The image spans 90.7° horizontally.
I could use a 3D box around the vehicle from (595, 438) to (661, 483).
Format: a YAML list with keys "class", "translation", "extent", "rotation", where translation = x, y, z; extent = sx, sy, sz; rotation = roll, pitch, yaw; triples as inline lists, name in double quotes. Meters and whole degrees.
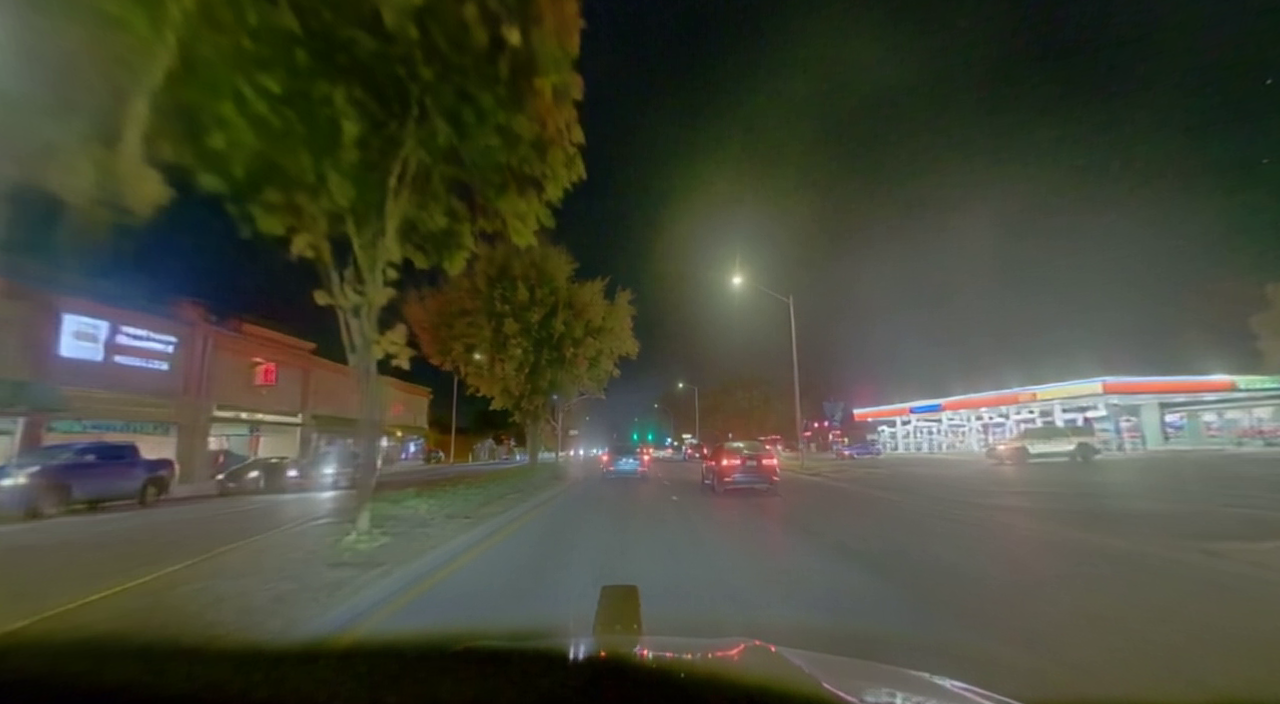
- class: "vehicle"
  translation: [-0.446, 3.998, 23.630]
  extent: [2.232, 1.508, 4.319]
  rotation: [0, -8, -1]

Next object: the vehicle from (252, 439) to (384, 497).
- class: "vehicle"
  translation: [-11.178, 4.027, 22.476]
  extent: [2.233, 1.799, 4.700]
  rotation: [0, -8, -1]

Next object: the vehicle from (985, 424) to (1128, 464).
- class: "vehicle"
  translation: [19.058, 4.241, 29.156]
  extent: [4.948, 1.733, 2.296]
  rotation: [0, -9, -1]

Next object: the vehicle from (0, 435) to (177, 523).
- class: "vehicle"
  translation: [-15.348, 3.275, 16.920]
  extent: [2.184, 1.965, 5.078]
  rotation: [-2, -8, -1]

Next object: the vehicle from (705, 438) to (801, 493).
- class: "vehicle"
  translation: [3.302, 3.417, 19.388]
  extent: [2.060, 1.471, 4.168]
  rotation: [0, -8, -1]

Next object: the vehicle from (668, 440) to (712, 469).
- class: "vehicle"
  translation: [2.824, 5.878, 36.499]
  extent: [2.098, 1.527, 3.966]
  rotation: [0, -8, -2]
